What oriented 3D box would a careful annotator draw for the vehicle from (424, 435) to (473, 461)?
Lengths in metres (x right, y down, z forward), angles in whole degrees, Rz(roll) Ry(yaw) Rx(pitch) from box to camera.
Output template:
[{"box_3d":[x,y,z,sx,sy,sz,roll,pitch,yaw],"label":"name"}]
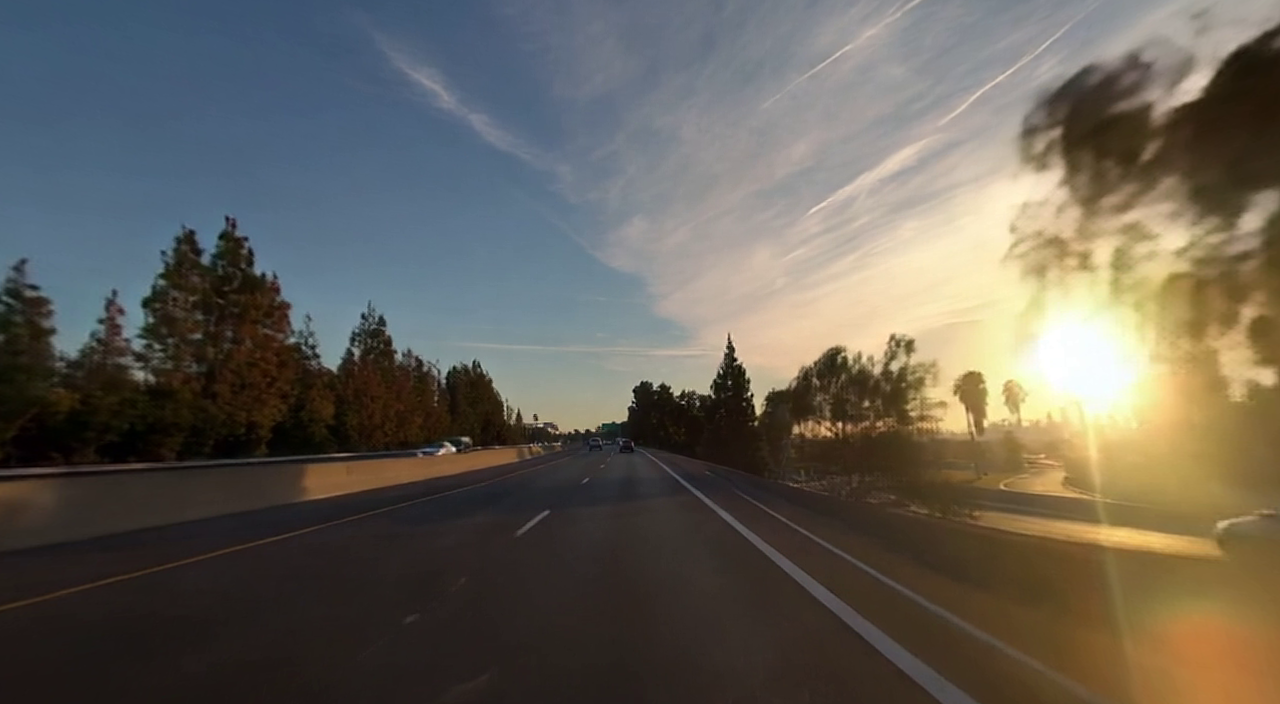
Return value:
[{"box_3d":[-14.070,7.113,46.391,2.231,1.820,4.733,0,-9,-1],"label":"vehicle"}]
